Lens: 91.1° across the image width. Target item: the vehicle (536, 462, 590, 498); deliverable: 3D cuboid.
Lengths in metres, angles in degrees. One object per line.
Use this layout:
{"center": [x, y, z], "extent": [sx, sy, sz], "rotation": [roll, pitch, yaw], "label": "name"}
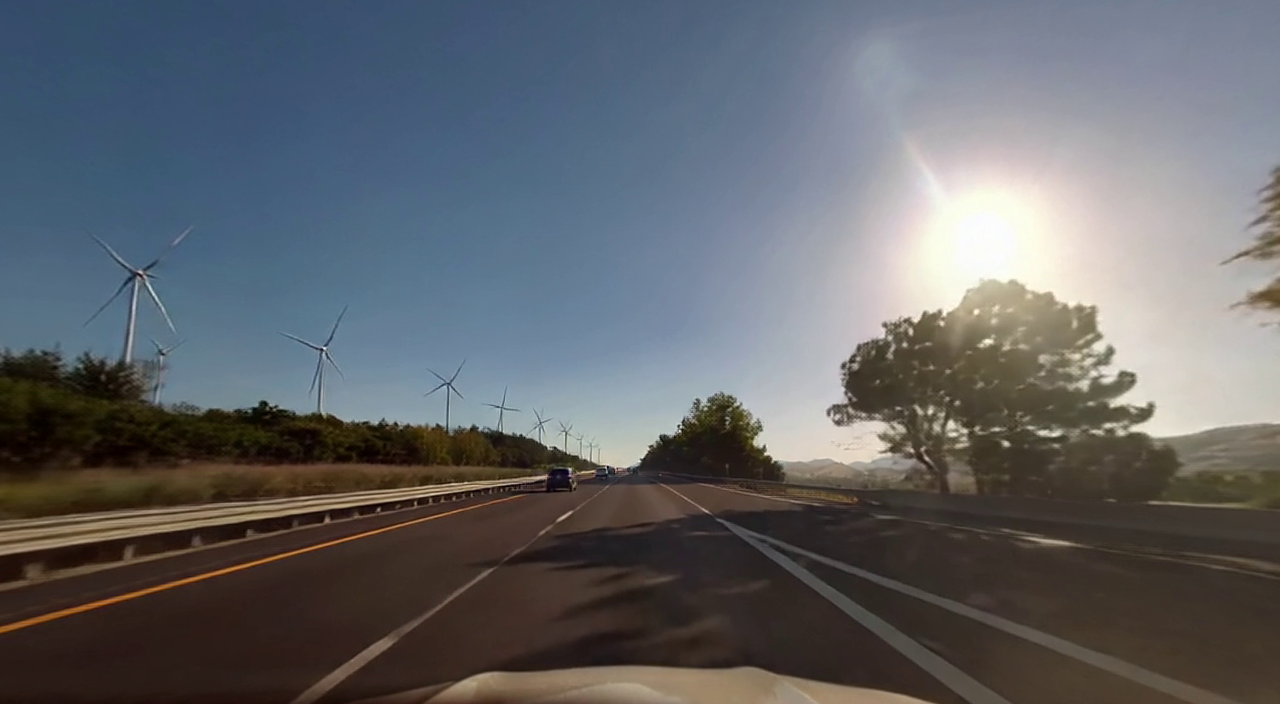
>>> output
{"center": [-3.530, 5.961, 29.438], "extent": [2.001, 1.486, 4.104], "rotation": [1, -10, 0], "label": "vehicle"}
